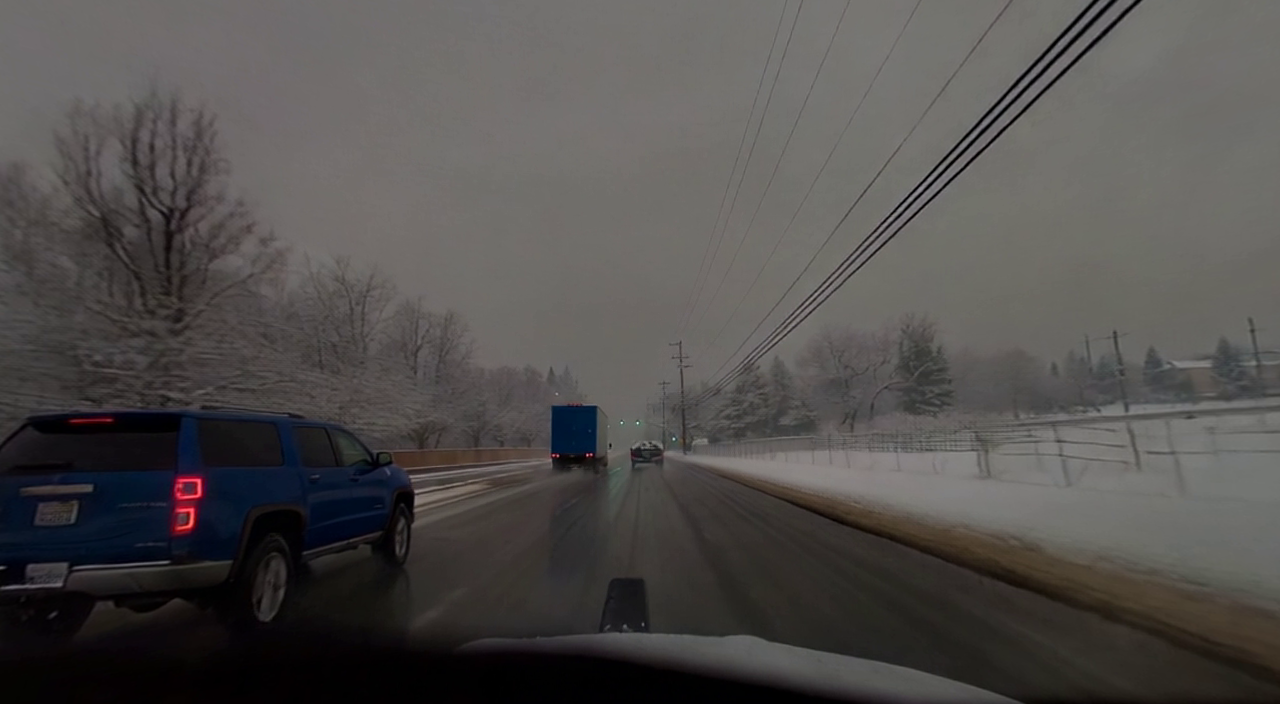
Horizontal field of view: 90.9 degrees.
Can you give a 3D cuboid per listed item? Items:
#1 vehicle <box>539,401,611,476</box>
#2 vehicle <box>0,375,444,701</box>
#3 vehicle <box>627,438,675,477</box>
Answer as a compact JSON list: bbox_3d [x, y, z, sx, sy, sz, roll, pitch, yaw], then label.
[{"bbox_3d":[-3.404,4.942,35.635,2.928,3.658,8.980,0,-9,1],"label":"vehicle"},{"bbox_3d":[-3.677,1.387,5.916,2.093,1.832,4.508,0,-9,1],"label":"vehicle"},{"bbox_3d":[0.536,5.108,30.641,2.174,1.749,4.113,0,-9,1],"label":"vehicle"}]
